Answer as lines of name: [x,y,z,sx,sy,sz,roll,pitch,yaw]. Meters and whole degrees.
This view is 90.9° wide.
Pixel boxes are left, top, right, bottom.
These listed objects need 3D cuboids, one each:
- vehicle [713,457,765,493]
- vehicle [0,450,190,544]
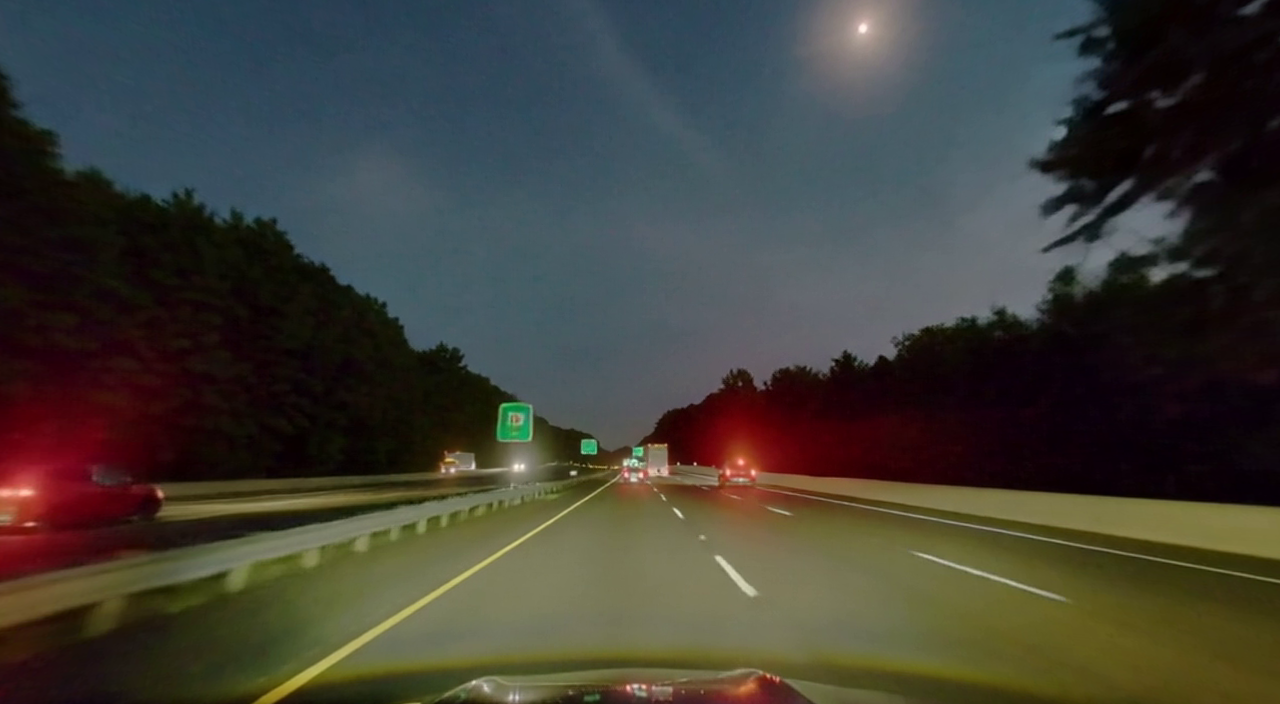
vehicle: [5.302,6.650,34.259,1.998,1.776,4.663,1,-10,-1]
vehicle: [-12.144,2.890,13.037,1.952,1.618,4.859,1,-10,1]
